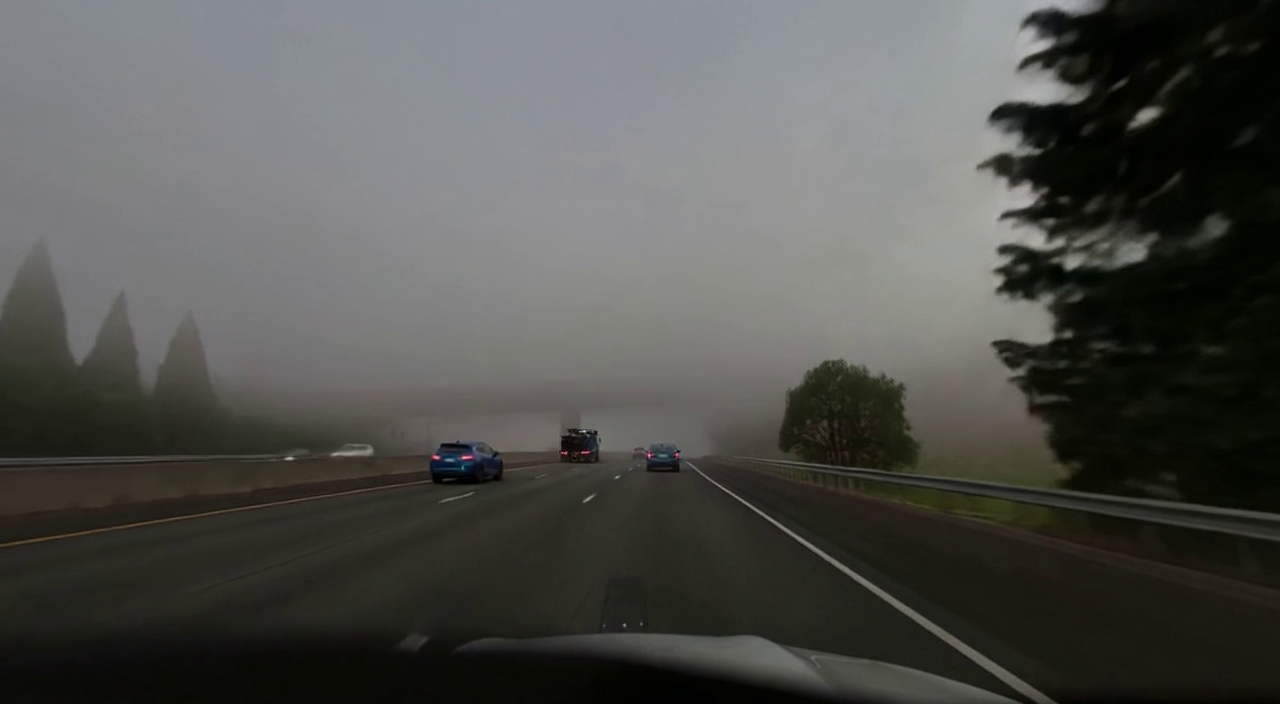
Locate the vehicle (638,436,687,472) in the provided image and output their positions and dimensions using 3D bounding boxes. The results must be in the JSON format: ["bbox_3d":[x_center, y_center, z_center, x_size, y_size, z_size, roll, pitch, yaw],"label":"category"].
[{"bbox_3d":[1.168,5.243,32.565,2.336,1.722,4.212,0,-8,2],"label":"vehicle"}]

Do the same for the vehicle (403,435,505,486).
[{"bbox_3d":[-6.564,3.855,22.903,2.115,1.644,4.513,0,-8,3],"label":"vehicle"}]

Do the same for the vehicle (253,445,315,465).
[{"bbox_3d":[-26.936,7.786,47.880,1.775,1.461,4.694,0,-8,3],"label":"vehicle"}]

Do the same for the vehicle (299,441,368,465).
[{"bbox_3d":[-20.170,6.682,41.743,1.889,1.480,4.980,0,-8,2],"label":"vehicle"}]
